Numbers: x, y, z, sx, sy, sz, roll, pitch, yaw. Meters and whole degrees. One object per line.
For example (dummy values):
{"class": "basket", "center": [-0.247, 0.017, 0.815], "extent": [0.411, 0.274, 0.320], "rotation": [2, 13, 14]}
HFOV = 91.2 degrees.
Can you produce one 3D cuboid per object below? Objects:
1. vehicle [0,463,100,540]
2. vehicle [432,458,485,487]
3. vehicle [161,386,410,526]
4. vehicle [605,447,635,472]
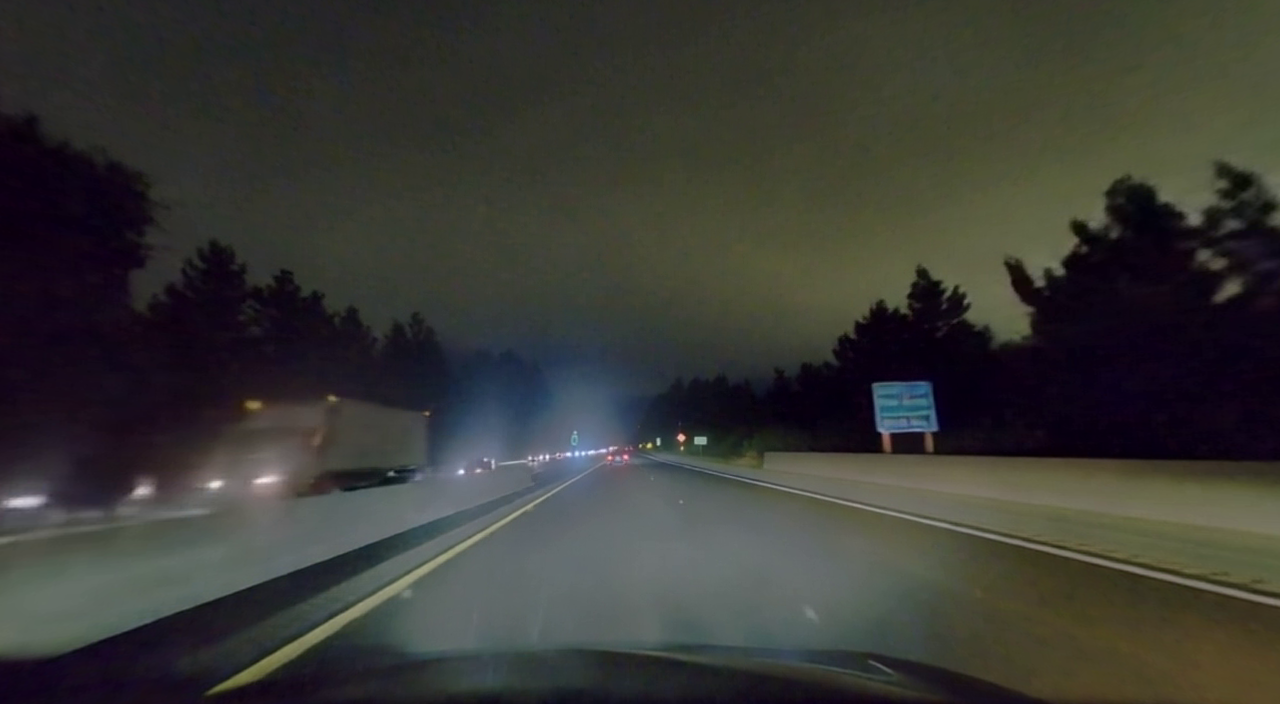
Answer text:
{"class": "vehicle", "center": [-13.847, 3.082, 12.836], "extent": [1.829, 1.475, 4.197], "rotation": [0, -9, -1]}
{"class": "vehicle", "center": [-10.014, 6.634, 34.831], "extent": [1.848, 1.454, 3.922], "rotation": [0, -9, -1]}
{"class": "vehicle", "center": [-9.669, 3.021, 18.559], "extent": [2.789, 3.216, 7.867], "rotation": [0, -9, -1]}
{"class": "vehicle", "center": [-1.460, 7.926, 46.377], "extent": [2.098, 1.692, 4.038], "rotation": [0, -9, -1]}
